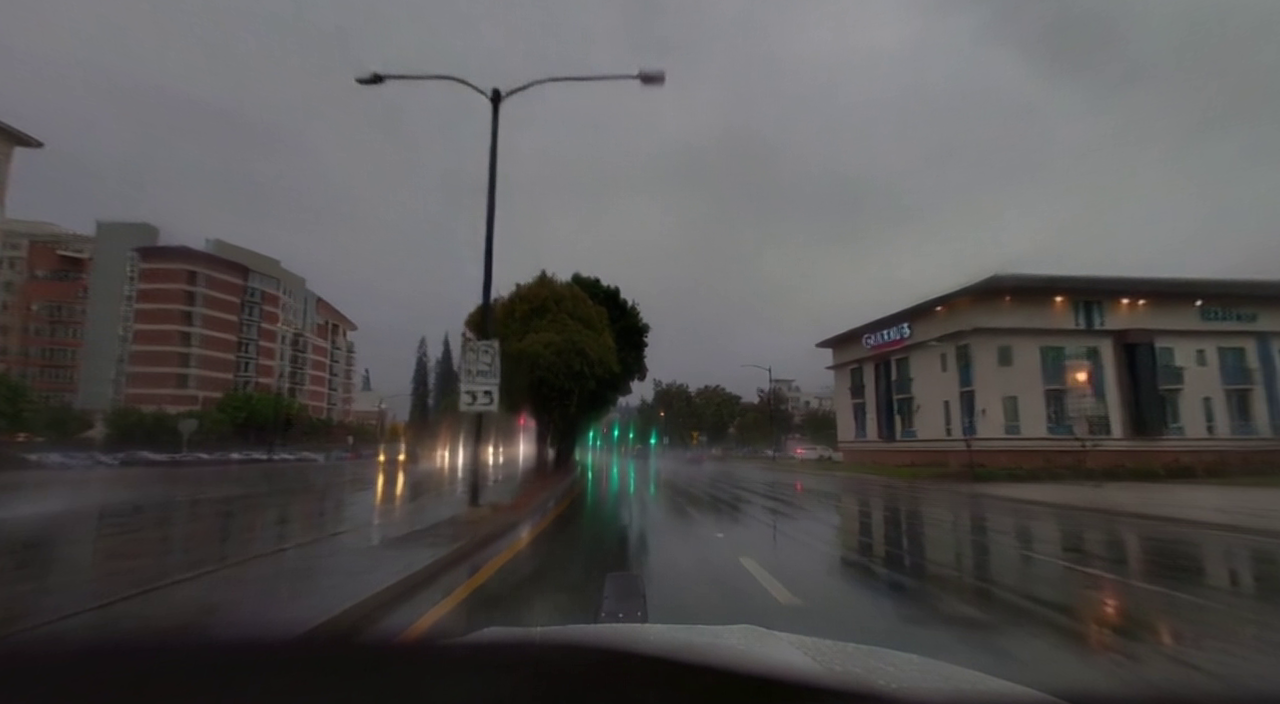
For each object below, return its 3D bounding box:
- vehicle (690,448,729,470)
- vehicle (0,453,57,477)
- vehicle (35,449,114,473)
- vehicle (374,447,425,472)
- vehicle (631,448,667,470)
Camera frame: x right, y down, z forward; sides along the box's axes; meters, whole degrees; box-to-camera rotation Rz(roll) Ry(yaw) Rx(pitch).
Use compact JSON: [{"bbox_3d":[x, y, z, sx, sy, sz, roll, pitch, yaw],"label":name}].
[{"bbox_3d":[4.867,7.582,44.854,1.932,1.439,4.159,1,-9,-6],"label":"vehicle"},{"bbox_3d":[-40.115,7.145,40.218,1.789,1.445,4.752,0,-9,-5],"label":"vehicle"},{"bbox_3d":[-40.694,7.833,45.616,1.847,1.627,4.481,1,-9,-6],"label":"vehicle"},{"bbox_3d":[-15.418,6.881,40.737,1.915,1.483,4.210,0,-9,-5],"label":"vehicle"},{"bbox_3d":[0.544,7.563,44.943,2.020,1.479,4.650,1,-9,-6],"label":"vehicle"}]
